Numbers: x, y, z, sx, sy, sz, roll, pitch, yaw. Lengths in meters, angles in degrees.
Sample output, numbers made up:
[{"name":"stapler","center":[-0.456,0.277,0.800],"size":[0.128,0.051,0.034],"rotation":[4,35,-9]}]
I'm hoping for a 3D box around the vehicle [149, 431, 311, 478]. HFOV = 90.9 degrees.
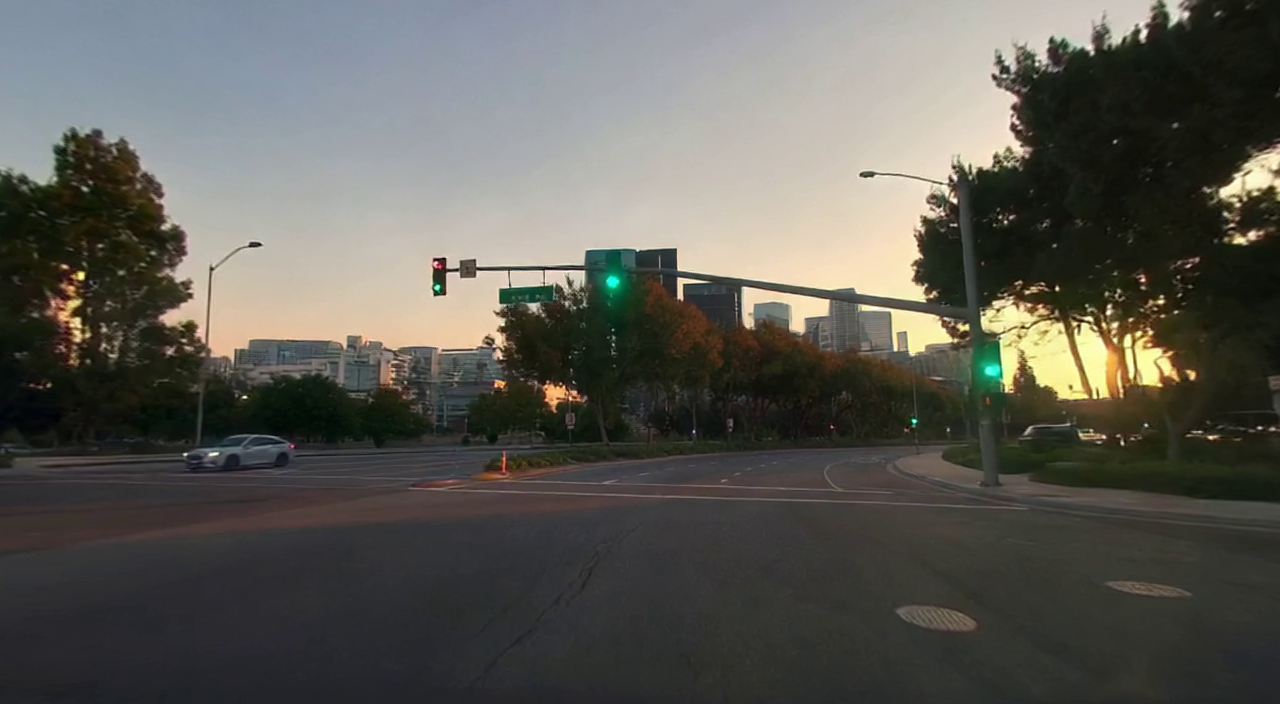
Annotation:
[{"name":"vehicle","center":[-14.287,3.607,22.380],"size":[1.853,1.487,4.691],"rotation":[-2,-9,14]}]
